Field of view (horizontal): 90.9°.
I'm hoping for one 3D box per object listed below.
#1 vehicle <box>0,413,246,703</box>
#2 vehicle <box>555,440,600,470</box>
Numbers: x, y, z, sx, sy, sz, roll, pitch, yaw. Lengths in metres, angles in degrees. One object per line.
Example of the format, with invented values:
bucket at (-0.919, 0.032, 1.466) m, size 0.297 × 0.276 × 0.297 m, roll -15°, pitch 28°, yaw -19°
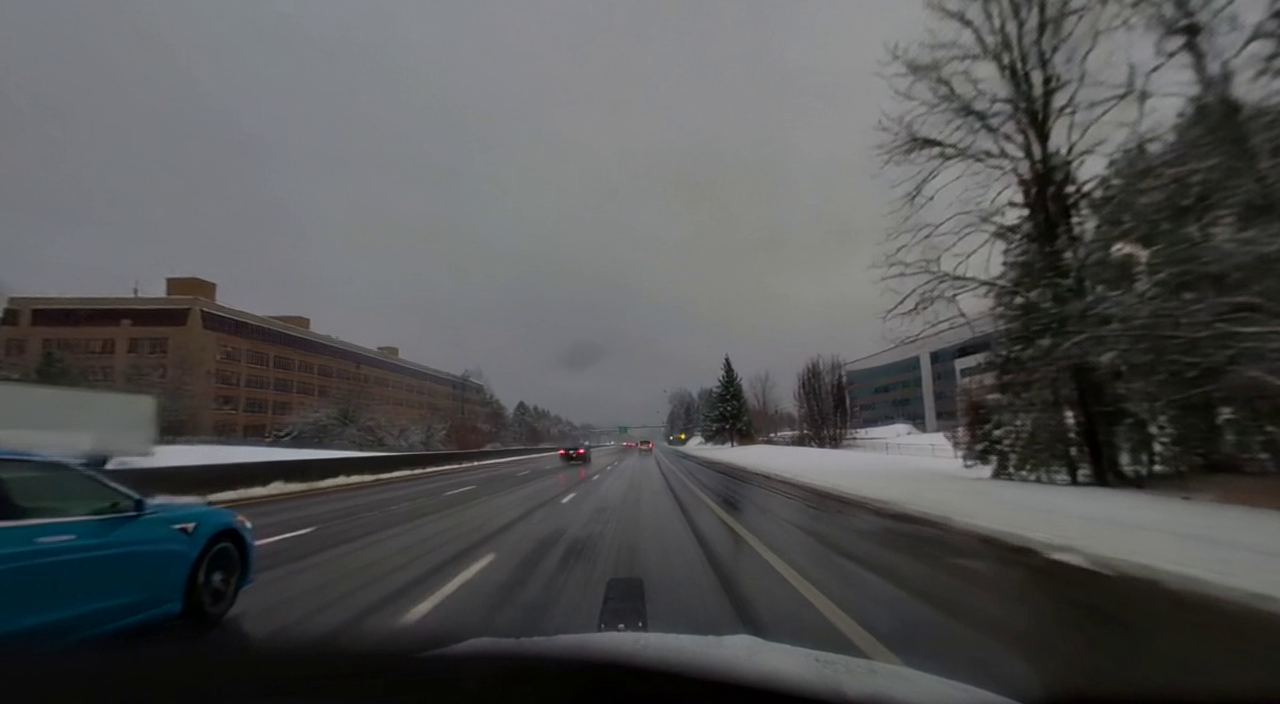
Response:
vehicle at (-4.136, 0.987, 2.683) m, size 2.083 × 1.471 × 4.350 m, roll 0°, pitch -8°, yaw 0°
vehicle at (-3.232, 5.446, 33.582) m, size 1.926 × 1.464 × 4.186 m, roll 0°, pitch -8°, yaw 0°
